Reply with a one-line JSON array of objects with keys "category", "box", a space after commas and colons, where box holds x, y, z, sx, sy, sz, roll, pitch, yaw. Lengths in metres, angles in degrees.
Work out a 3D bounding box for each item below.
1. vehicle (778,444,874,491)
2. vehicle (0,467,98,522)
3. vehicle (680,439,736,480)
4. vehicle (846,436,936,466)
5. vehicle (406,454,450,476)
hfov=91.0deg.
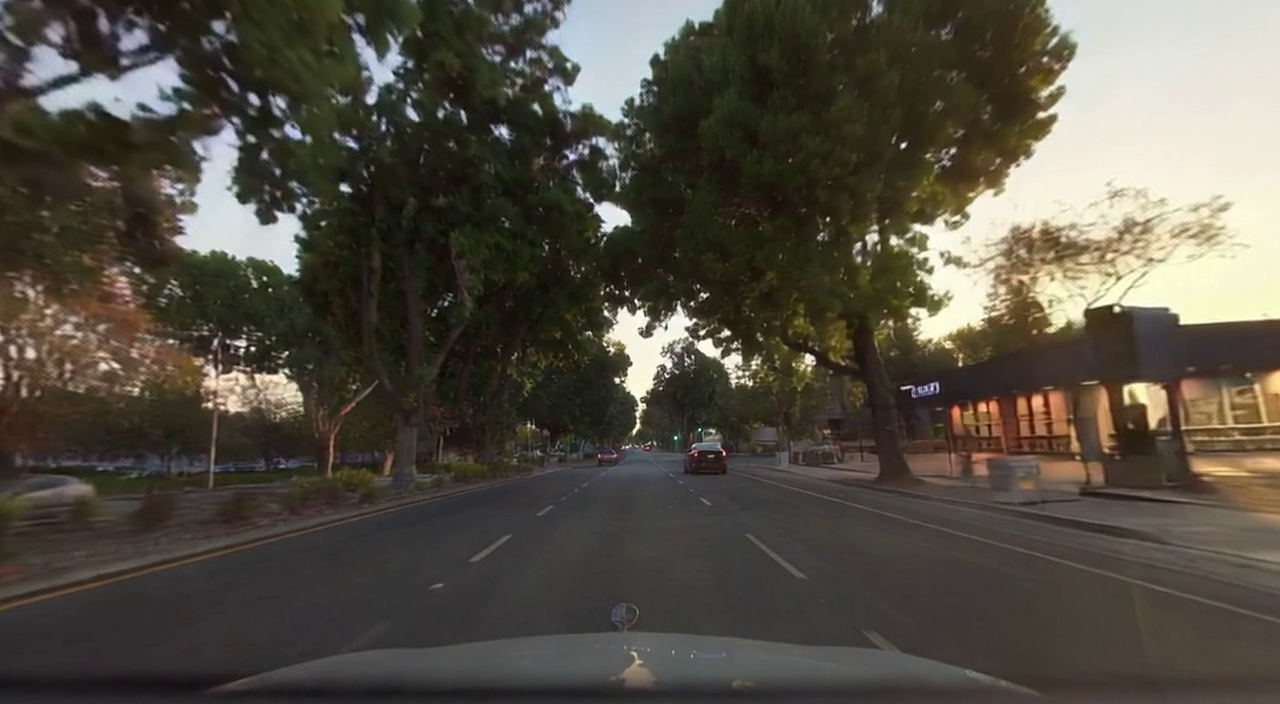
[{"category": "vehicle", "box": [6.589, 4.116, 22.892, 1.948, 1.526, 4.641, 0, -8, -2]}, {"category": "vehicle", "box": [-19.618, 4.362, 19.384, 1.875, 1.475, 4.433, 0, -8, 0]}, {"category": "vehicle", "box": [3.130, 5.052, 29.878, 2.083, 1.743, 4.354, 0, -8, -1]}, {"category": "vehicle", "box": [15.536, 6.117, 39.074, 4.659, 1.739, 2.147, -7, -11, 41]}, {"category": "vehicle", "box": [-16.027, 8.551, 47.832, 1.843, 1.500, 4.261, 0, -8, 0]}]
